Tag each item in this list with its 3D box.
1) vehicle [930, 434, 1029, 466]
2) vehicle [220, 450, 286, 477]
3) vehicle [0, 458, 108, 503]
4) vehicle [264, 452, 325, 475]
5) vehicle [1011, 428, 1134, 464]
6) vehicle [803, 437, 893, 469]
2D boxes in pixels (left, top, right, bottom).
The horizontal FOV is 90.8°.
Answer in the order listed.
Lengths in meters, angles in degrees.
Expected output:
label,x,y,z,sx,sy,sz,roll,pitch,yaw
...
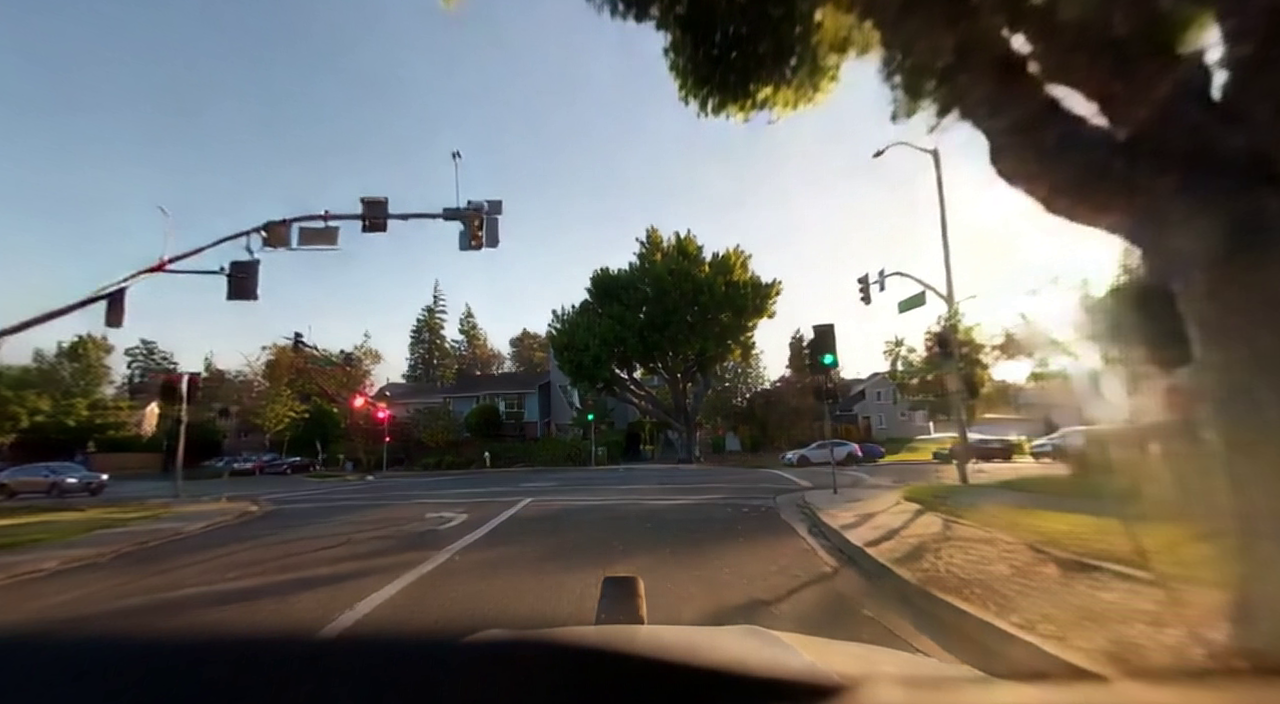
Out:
label,x,y,z,sx,sy,sz,roll,pitch,yaw
vehicle,18.697,5.404,34.983,4.326,1.672,1.903,-1,-8,1
vehicle,-27.605,7.948,45.219,1.967,1.779,4.159,-1,-8,2
vehicle,-22.738,4.649,23.073,4.989,1.442,1.940,0,-8,4
vehicle,-24.692,7.941,45.336,1.817,1.488,4.631,0,-8,0
vehicle,21.278,4.623,31.236,4.510,1.673,2.030,0,-8,0
vehicle,10.295,5.010,31.498,3.815,1.504,1.790,-1,-8,1
